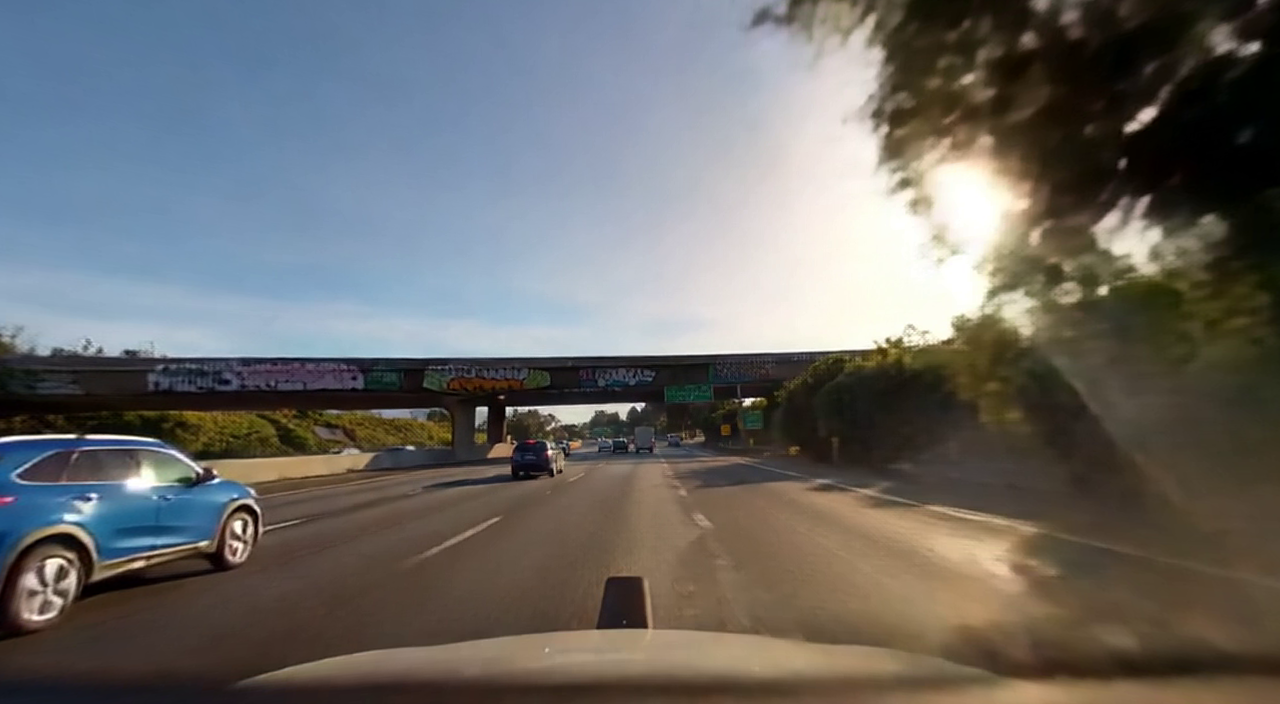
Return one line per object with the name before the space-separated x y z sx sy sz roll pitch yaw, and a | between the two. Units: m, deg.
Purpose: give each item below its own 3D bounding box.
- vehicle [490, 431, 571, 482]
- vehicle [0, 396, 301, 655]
vehicle | -3.940 3.867 23.455 2.154 1.693 4.394 0 -8 1
vehicle | -5.095 1.338 5.571 1.969 1.633 3.962 0 -8 -1
